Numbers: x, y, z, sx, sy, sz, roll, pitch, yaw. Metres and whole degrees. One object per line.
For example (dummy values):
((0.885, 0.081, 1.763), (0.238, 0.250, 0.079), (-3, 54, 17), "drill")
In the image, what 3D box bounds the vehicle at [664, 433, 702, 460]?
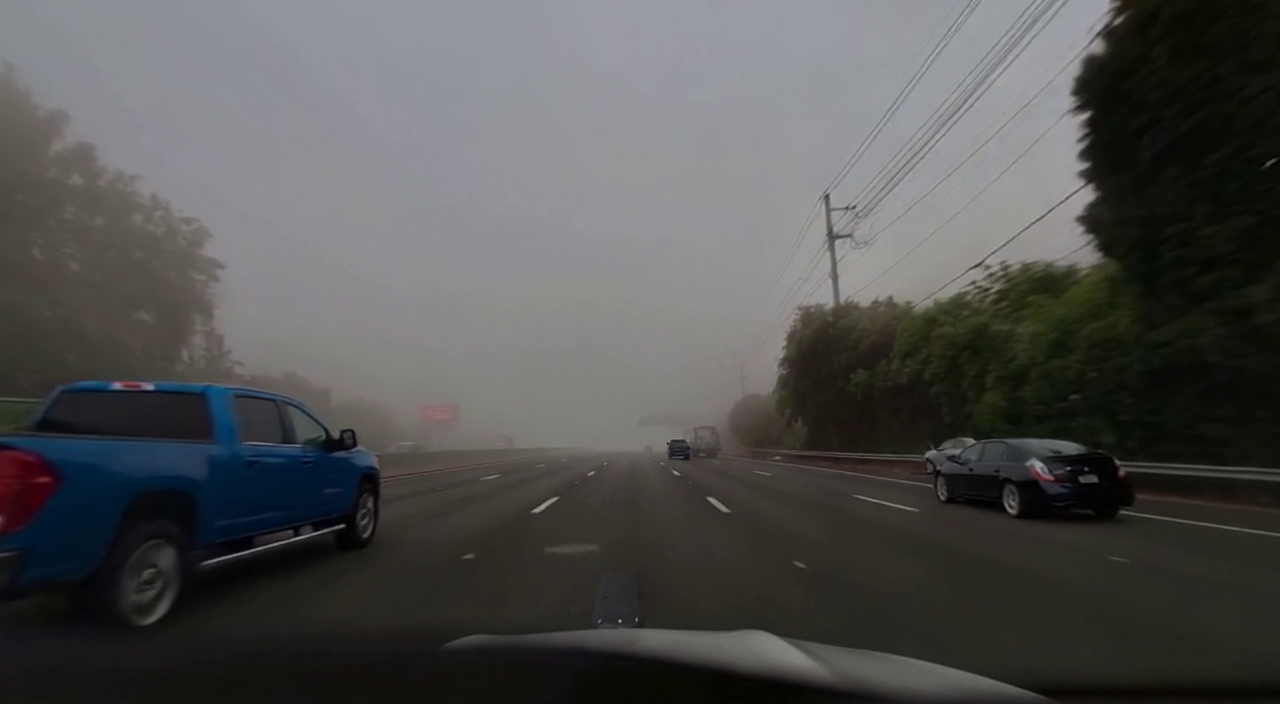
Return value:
((3.329, 7.458, 49.616), (2.484, 2.024, 5.265), (0, -8, -1), "vehicle")

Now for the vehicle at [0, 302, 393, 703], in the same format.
((-4.485, 1.033, 4.976), (2.508, 2.023, 6.176), (0, -8, 0), "vehicle")

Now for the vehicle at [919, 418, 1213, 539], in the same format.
((6.872, 2.067, 10.935), (1.976, 1.646, 4.370), (0, -8, -1), "vehicle")

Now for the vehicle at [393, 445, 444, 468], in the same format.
((-14.790, 6.960, 42.229), (1.857, 1.461, 4.195), (0, -8, 1), "vehicle")
